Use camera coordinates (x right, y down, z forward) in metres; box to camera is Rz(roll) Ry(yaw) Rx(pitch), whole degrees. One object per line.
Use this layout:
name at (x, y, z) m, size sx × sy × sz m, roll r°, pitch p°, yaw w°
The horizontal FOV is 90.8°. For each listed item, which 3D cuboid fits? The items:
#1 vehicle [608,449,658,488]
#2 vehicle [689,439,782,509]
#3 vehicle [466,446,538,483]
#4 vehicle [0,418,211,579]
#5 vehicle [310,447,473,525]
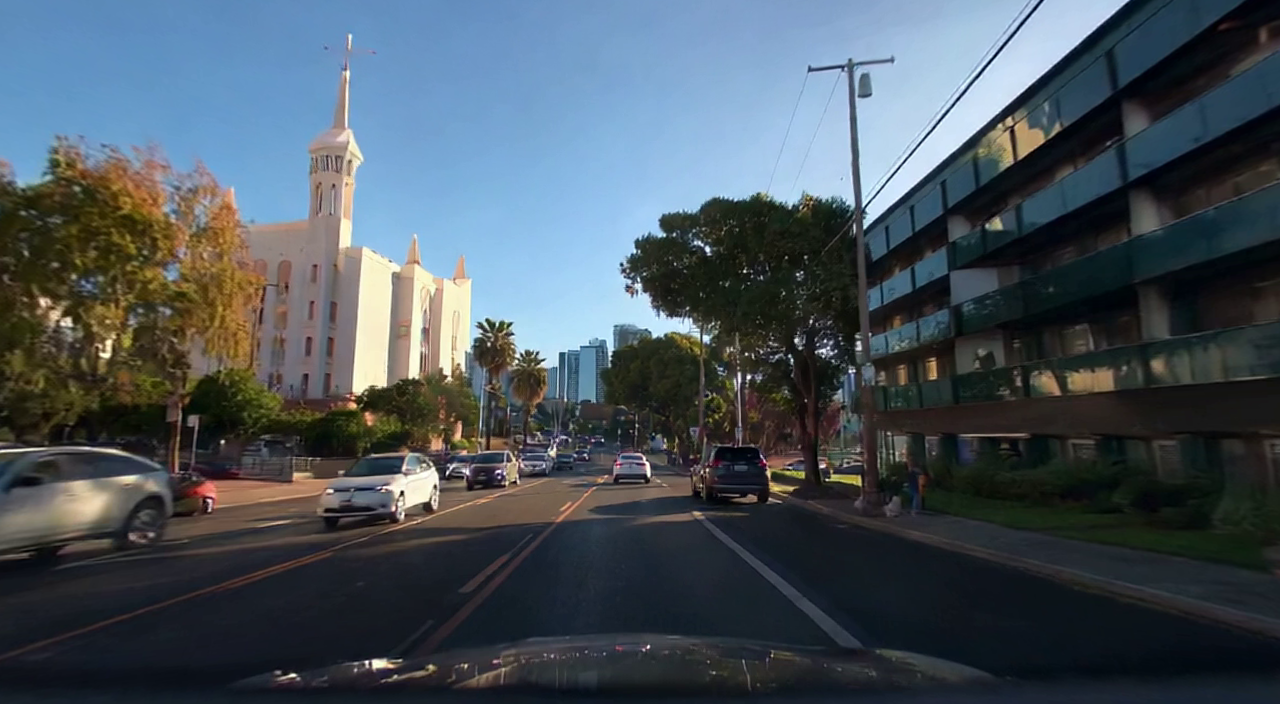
vehicle at (-0.336, 5.459, 29.861) m, size 2.196 × 1.655 × 3.939 m, roll 0°, pitch -8°, yaw -1°
vehicle at (2.732, 3.599, 19.211) m, size 1.995 × 1.858 × 4.333 m, roll 0°, pitch -8°, yaw -2°
vehicle at (-5.900, 4.843, 27.594) m, size 2.083 × 1.451 × 4.707 m, roll 0°, pitch -8°, yaw 0°
vehicle at (-9.022, 2.031, 9.258) m, size 2.218 × 1.962 × 4.611 m, roll 0°, pitch -8°, yaw 0°
vehicle at (-5.763, 3.127, 15.459) m, size 2.106 × 1.566 × 4.631 m, roll 0°, pitch -8°, yaw 0°
